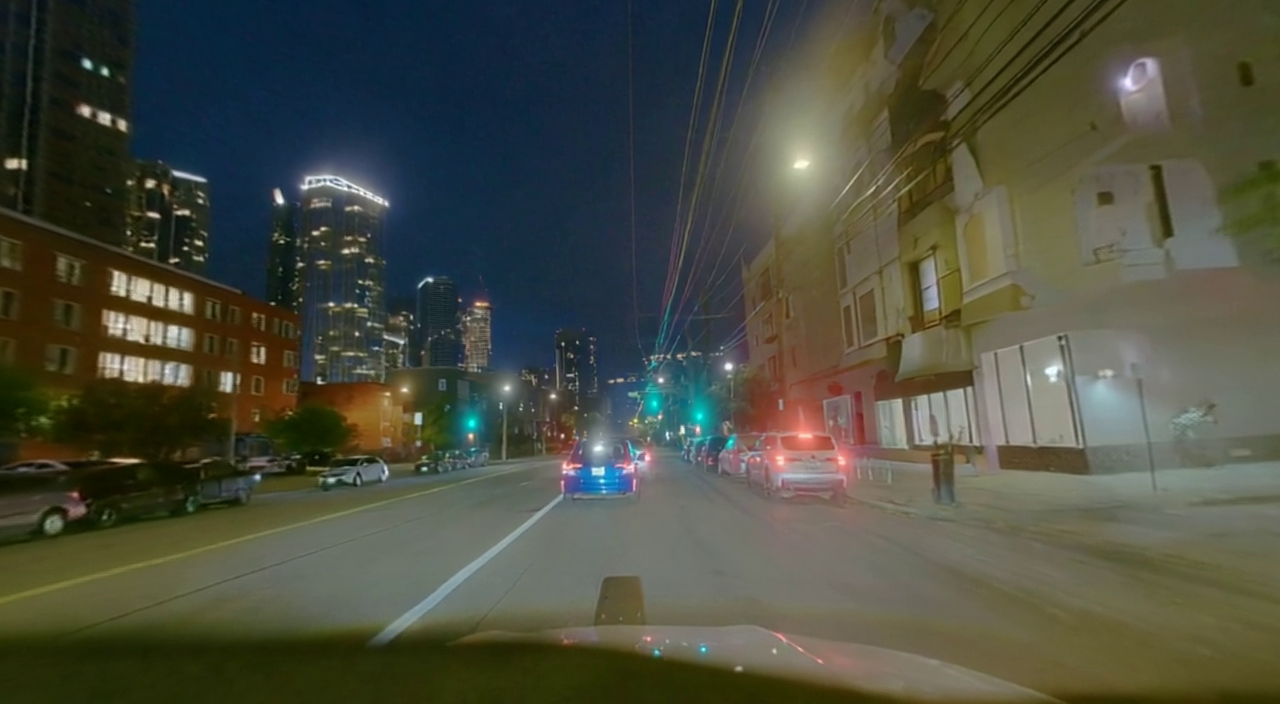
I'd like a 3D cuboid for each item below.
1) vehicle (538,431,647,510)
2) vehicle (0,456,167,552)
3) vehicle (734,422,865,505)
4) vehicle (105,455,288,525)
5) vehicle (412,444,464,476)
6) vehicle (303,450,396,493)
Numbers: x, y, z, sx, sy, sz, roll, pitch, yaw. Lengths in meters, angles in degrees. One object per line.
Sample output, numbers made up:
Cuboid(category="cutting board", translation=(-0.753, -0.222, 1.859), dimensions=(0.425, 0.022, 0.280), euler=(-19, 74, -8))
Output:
Cuboid(category="vehicle", translation=(-0.906, 2.563, 14.154), dimensions=(2.019, 1.453, 4.603), euler=(0, -8, 0))
Cuboid(category="vehicle", translation=(-12.009, 2.867, 11.863), dimensions=(2.242, 1.534, 5.414), euler=(-4, -8, -2))
Cuboid(category="vehicle", translation=(3.658, 2.646, 15.423), dimensions=(1.967, 1.721, 4.410), euler=(0, -8, -1))
Cuboid(category="vehicle", translation=(-12.070, 3.724, 17.704), dimensions=(1.850, 1.487, 4.711), euler=(-4, -8, -2))
Cuboid(category="vehicle", translation=(-12.266, 6.551, 38.634), dimensions=(2.011, 1.687, 4.079), euler=(-3, -8, -2))
Cuboid(category="vehicle", translation=(-12.138, 4.963, 26.725), dimensions=(1.868, 1.491, 4.367), euler=(-4, -8, 0))
